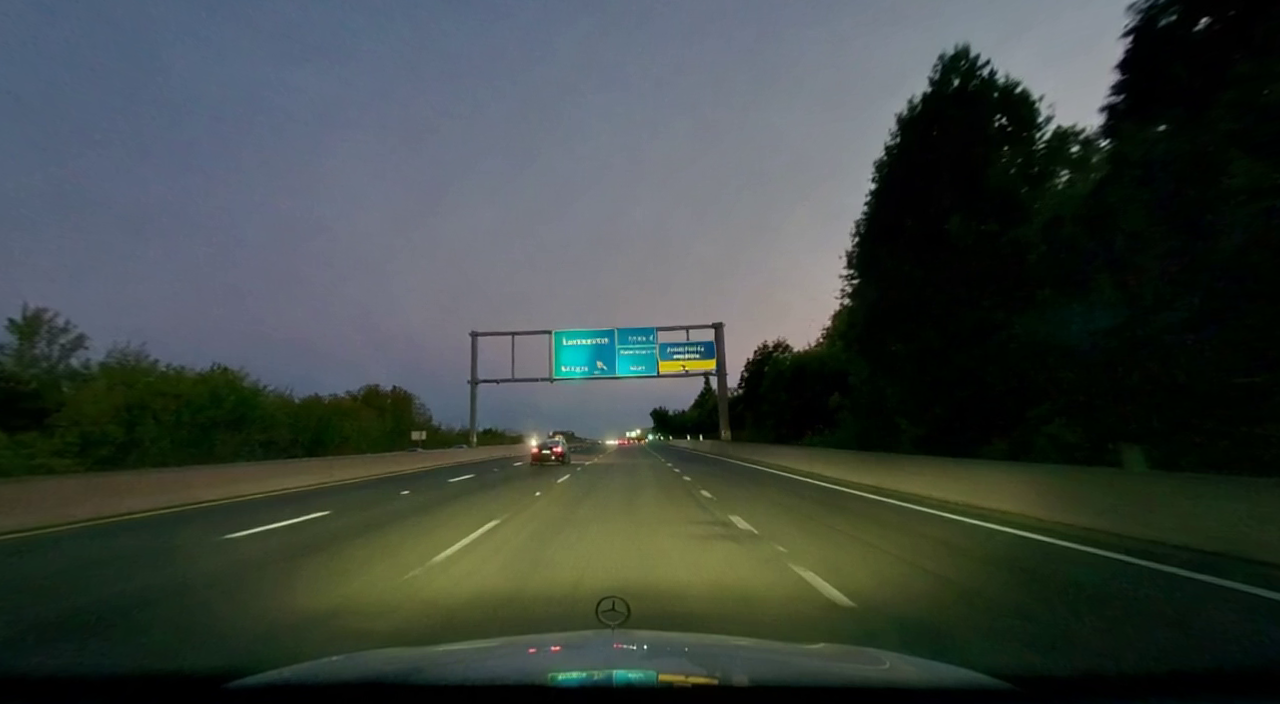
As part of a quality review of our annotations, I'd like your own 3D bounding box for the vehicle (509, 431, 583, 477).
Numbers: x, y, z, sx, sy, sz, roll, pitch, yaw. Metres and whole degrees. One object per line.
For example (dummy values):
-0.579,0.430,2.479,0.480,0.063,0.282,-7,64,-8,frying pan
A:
-3.262,3.605,22.627,2.000,1.491,3.913,0,-8,1,vehicle
